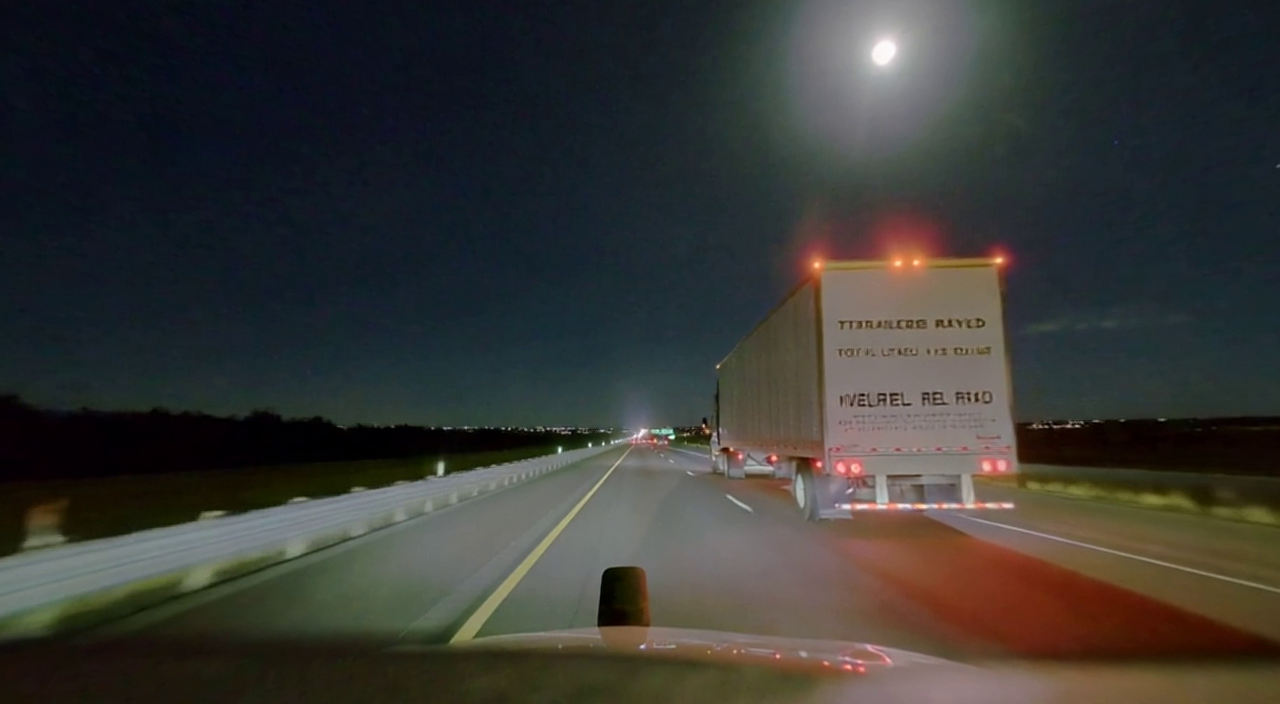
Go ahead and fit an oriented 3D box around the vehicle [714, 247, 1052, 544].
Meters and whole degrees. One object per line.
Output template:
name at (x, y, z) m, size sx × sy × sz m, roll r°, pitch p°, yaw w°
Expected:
vehicle at (4.095, 1.541, 15.676) m, size 3.006 × 4.093 × 14.142 m, roll 0°, pitch -8°, yaw 1°
